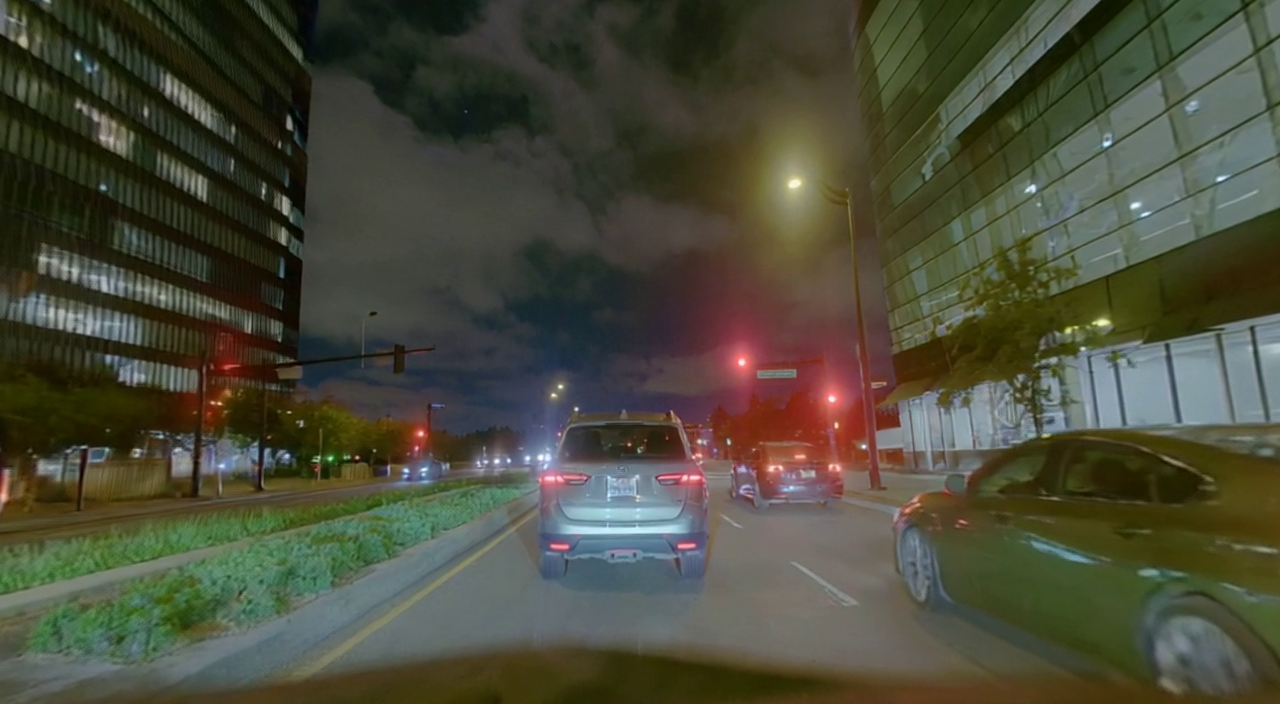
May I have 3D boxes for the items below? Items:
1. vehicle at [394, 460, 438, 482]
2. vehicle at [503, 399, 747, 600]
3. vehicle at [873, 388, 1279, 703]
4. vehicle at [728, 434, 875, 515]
[{"bbox_3d":[-16.212,8.585,45.896,1.798,1.409,4.239,0,-8,-2],"label":"vehicle"},{"bbox_3d":[-0.198,1.629,7.863,2.178,1.779,4.255,0,-8,-2],"label":"vehicle"},{"bbox_3d":[3.137,1.064,3.452,1.993,1.480,4.324,0,-8,-1],"label":"vehicle"},{"bbox_3d":[3.506,2.751,14.667,2.128,1.582,4.188,0,-8,-2],"label":"vehicle"}]
